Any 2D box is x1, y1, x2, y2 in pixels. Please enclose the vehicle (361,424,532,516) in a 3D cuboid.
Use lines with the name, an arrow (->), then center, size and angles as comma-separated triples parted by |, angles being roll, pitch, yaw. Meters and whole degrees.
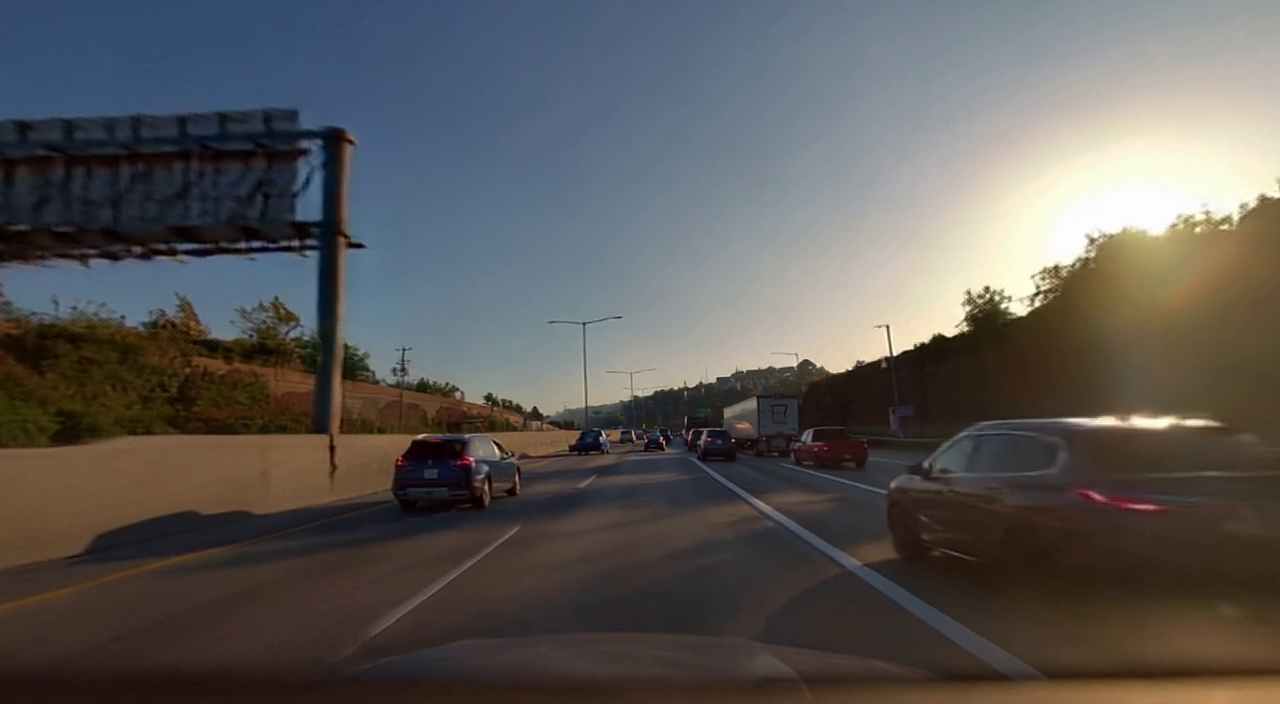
vehicle -> -3.542, 2.243, 12.531 | 1.914, 1.476, 4.416 | -1, -8, 1

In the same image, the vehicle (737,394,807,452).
vehicle -> 9.673, 5.627, 48.224 | 3.007, 3.725, 13.835 | -1, -8, 3

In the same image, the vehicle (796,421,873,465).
vehicle -> 8.553, 4.078, 28.196 | 2.072, 1.761, 4.461 | -1, -8, 1

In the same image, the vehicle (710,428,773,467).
vehicle -> 4.241, 4.069, 27.002 | 1.933, 1.503, 4.520 | 0, -8, 0

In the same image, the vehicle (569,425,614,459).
vehicle -> -2.613, 4.967, 34.824 | 2.006, 1.741, 4.277 | -1, -8, 2

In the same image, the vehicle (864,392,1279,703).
vehicle -> 3.461, 1.217, 4.915 | 1.933, 1.492, 4.125 | -1, -8, 1

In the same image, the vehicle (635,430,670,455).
vehicle -> 0.755, 5.614, 38.994 | 2.040, 1.461, 3.984 | -1, -8, 1
